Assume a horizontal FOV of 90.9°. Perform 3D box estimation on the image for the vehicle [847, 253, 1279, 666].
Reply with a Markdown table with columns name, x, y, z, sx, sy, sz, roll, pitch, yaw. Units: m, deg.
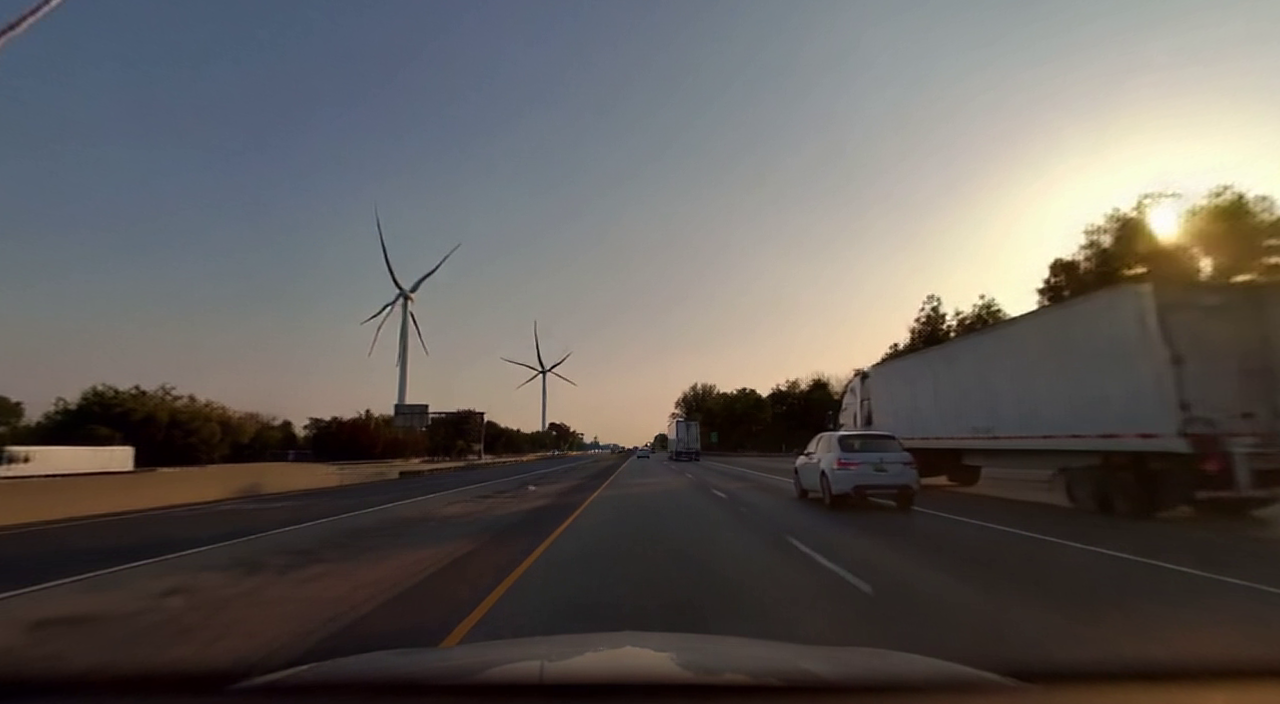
| name | x | y | z | sx | sy | sz | roll | pitch | yaw |
| --- | --- | --- | --- | --- | --- | --- | --- | --- | --- |
| vehicle | 4.522 | 1.053 | 6.787 | 2.609 | 2.648 | 5.397 | 0 | -9 | -1 |
